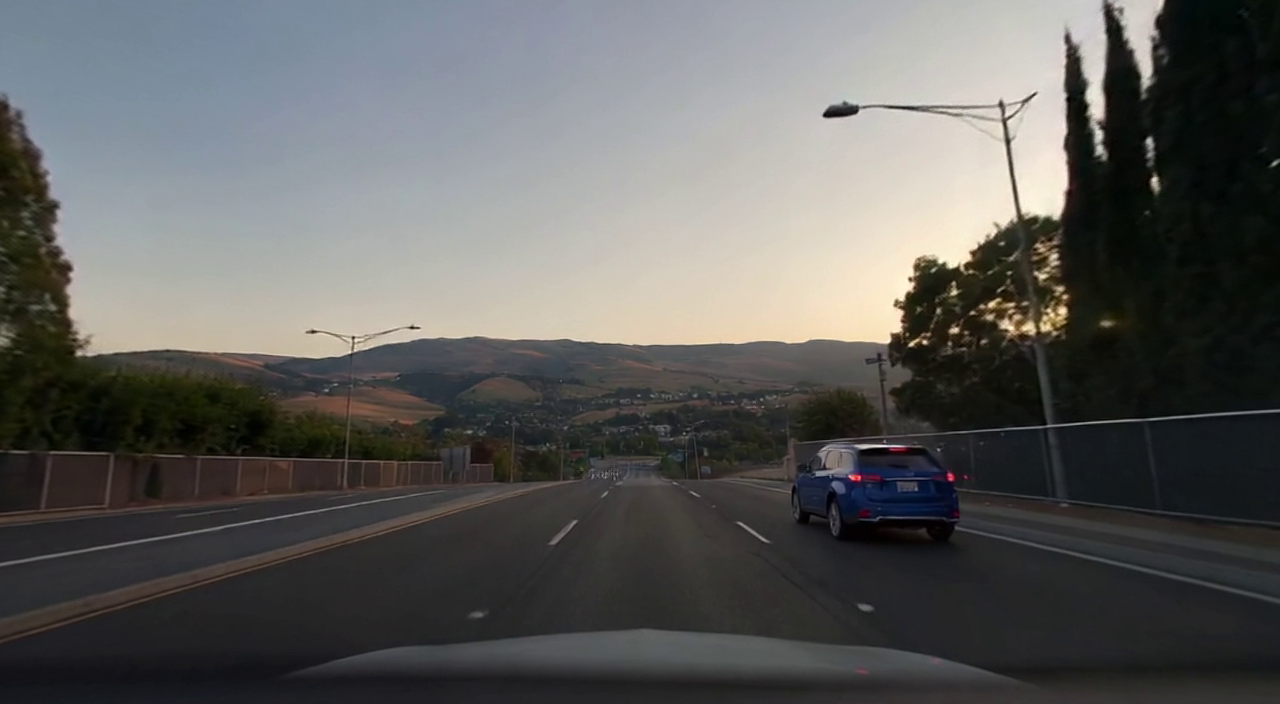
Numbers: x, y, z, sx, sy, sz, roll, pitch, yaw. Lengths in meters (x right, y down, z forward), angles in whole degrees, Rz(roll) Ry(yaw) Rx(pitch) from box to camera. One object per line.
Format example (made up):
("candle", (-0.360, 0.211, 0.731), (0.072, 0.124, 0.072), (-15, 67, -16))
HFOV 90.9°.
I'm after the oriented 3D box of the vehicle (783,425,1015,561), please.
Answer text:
("vehicle", (3.848, 2.151, 10.387), (1.989, 1.730, 4.324), (0, -8, 0))
